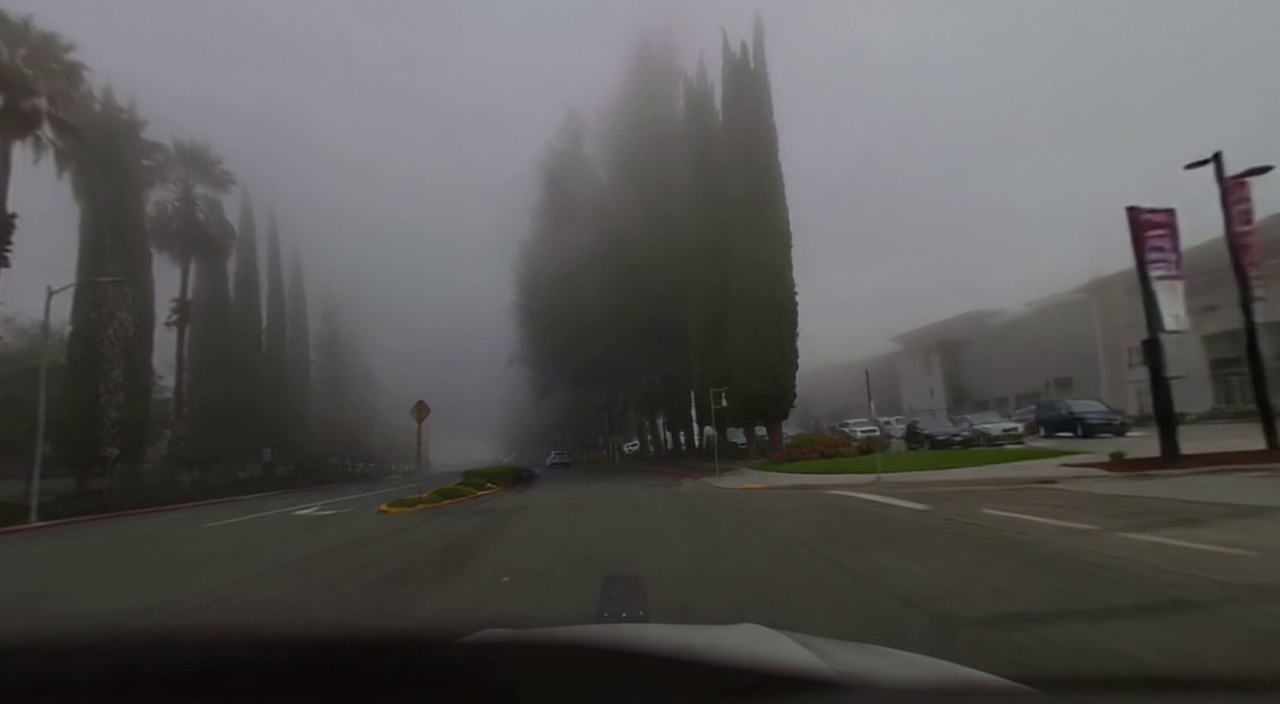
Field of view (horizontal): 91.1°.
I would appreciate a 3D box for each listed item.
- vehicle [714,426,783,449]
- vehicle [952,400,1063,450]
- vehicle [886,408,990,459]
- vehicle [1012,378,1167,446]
[{"bbox_3d":[8.090,6.433,46.980,4.671,1.630,2.200,0,-9,-4],"label":"vehicle"},{"bbox_3d":[13.812,2.875,23.970,2.065,1.687,4.584,-2,-9,10],"label":"vehicle"},{"bbox_3d":[11.227,3.185,24.102,2.196,1.715,4.918,-2,-9,9],"label":"vehicle"},{"bbox_3d":[16.650,2.388,23.730,2.237,1.962,5.424,-9,-9,8],"label":"vehicle"}]
